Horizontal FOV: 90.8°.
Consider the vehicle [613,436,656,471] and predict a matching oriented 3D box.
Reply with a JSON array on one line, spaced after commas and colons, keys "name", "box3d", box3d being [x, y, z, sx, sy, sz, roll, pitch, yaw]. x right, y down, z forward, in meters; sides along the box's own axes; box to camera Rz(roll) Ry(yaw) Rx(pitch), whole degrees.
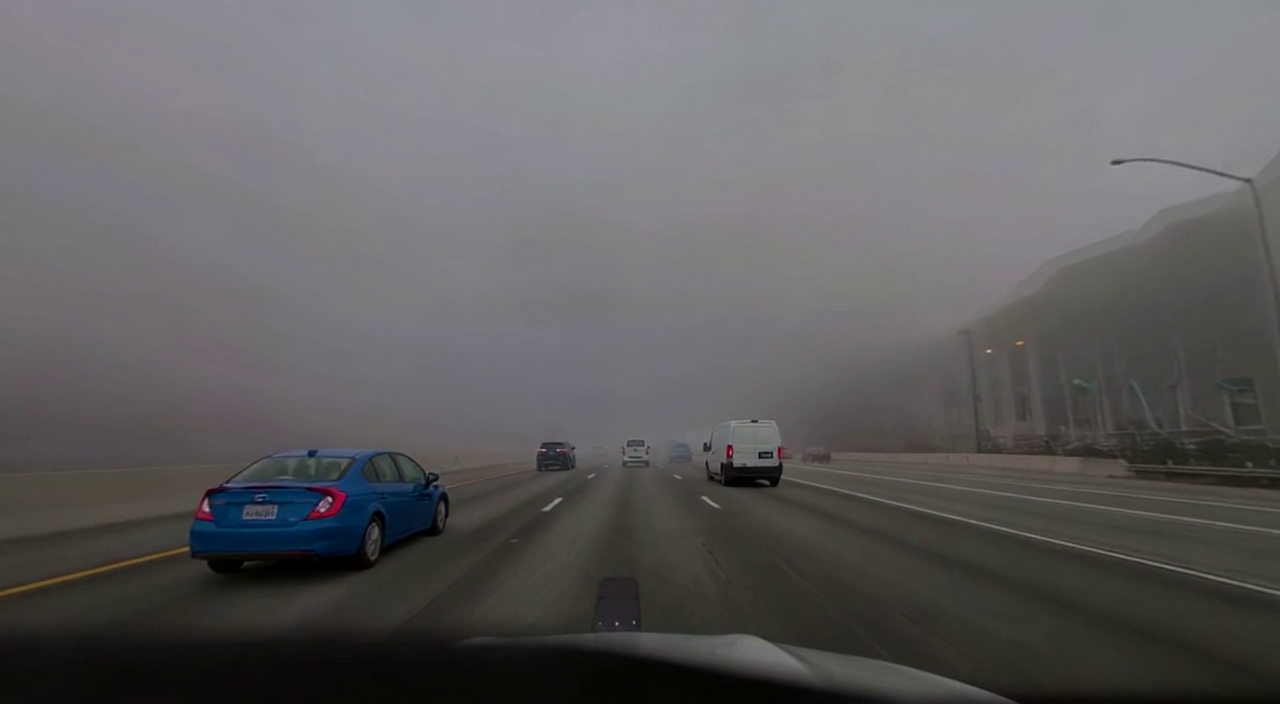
[{"name": "vehicle", "box3d": [-0.290, 5.539, 34.677, 2.212, 1.786, 4.198, 0, -9, -1]}]

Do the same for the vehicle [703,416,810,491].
[{"name": "vehicle", "box3d": [3.548, 3.286, 20.629, 2.250, 2.074, 5.723, 0, -9, -2]}]

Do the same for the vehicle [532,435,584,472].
[{"name": "vehicle", "box3d": [-4.257, 5.394, 33.653, 2.109, 1.793, 4.613, 0, -9, 0]}]

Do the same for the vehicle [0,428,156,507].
[{"name": "vehicle", "box3d": [-17.412, 3.308, 18.516, 2.414, 1.959, 5.101, 0, -9, -2]}]

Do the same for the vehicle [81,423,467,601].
[{"name": "vehicle", "box3d": [-3.670, 1.671, 7.533, 1.991, 1.469, 4.381, 0, -9, -1]}]
